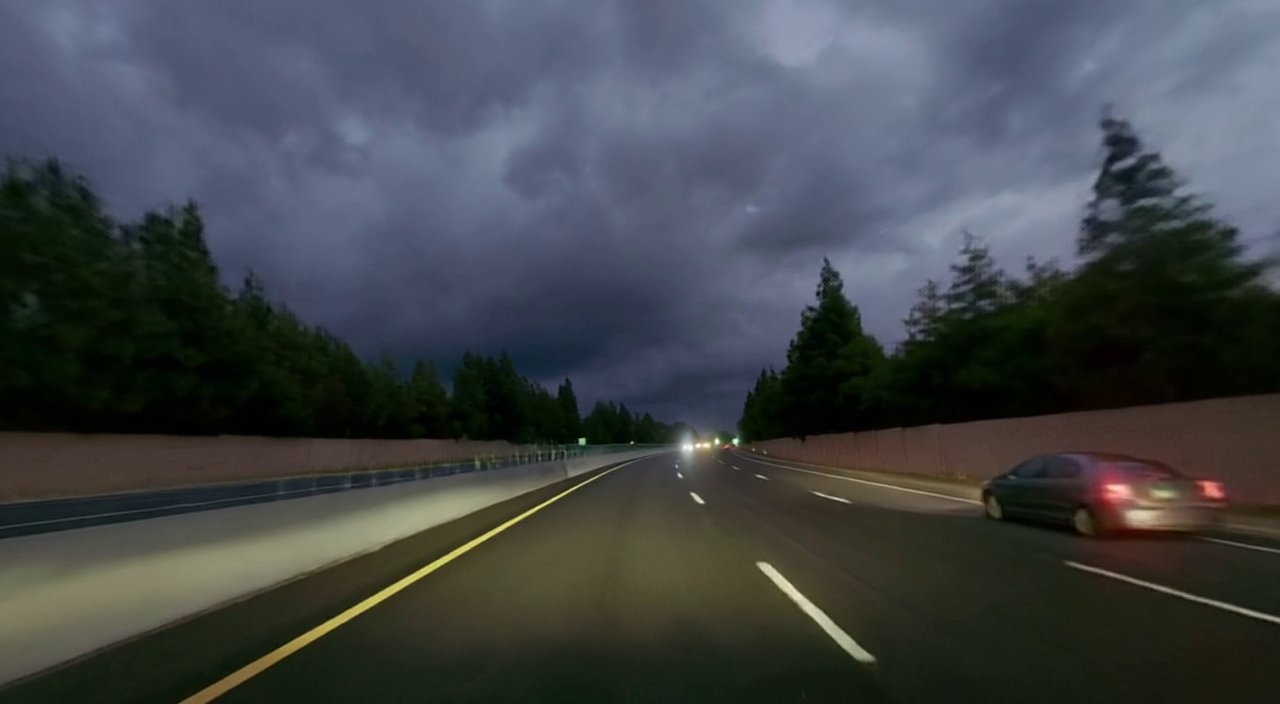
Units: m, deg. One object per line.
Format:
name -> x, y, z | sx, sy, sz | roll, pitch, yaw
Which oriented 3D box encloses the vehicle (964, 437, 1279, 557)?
vehicle -> 7.549, 2.185, 10.299 | 1.983, 1.486, 4.545 | 0, -9, -1
